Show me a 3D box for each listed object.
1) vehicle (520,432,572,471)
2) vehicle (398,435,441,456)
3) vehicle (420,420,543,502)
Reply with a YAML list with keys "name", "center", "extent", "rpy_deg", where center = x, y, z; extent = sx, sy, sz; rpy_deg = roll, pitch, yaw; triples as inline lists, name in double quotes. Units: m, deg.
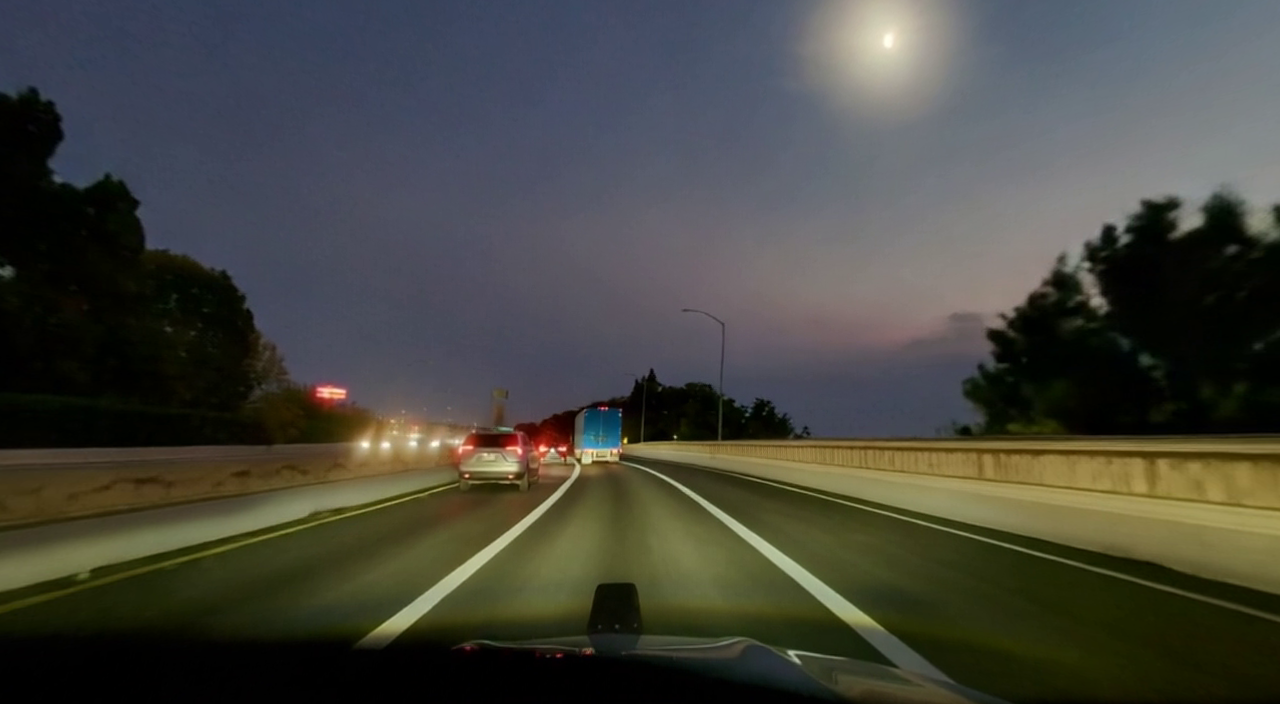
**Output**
- name: "vehicle"
  center: [-4.520, 4.880, 31.046]
  extent: [2.044, 1.740, 4.361]
  rpy_deg: [1, -9, -2]
- name: "vehicle"
  center: [-16.179, 6.885, 46.394]
  extent: [1.829, 1.490, 4.148]
  rpy_deg: [1, -9, -4]
- name: "vehicle"
  center: [-3.755, 2.672, 15.804]
  extent: [2.041, 1.734, 4.391]
  rpy_deg: [1, -8, -1]
